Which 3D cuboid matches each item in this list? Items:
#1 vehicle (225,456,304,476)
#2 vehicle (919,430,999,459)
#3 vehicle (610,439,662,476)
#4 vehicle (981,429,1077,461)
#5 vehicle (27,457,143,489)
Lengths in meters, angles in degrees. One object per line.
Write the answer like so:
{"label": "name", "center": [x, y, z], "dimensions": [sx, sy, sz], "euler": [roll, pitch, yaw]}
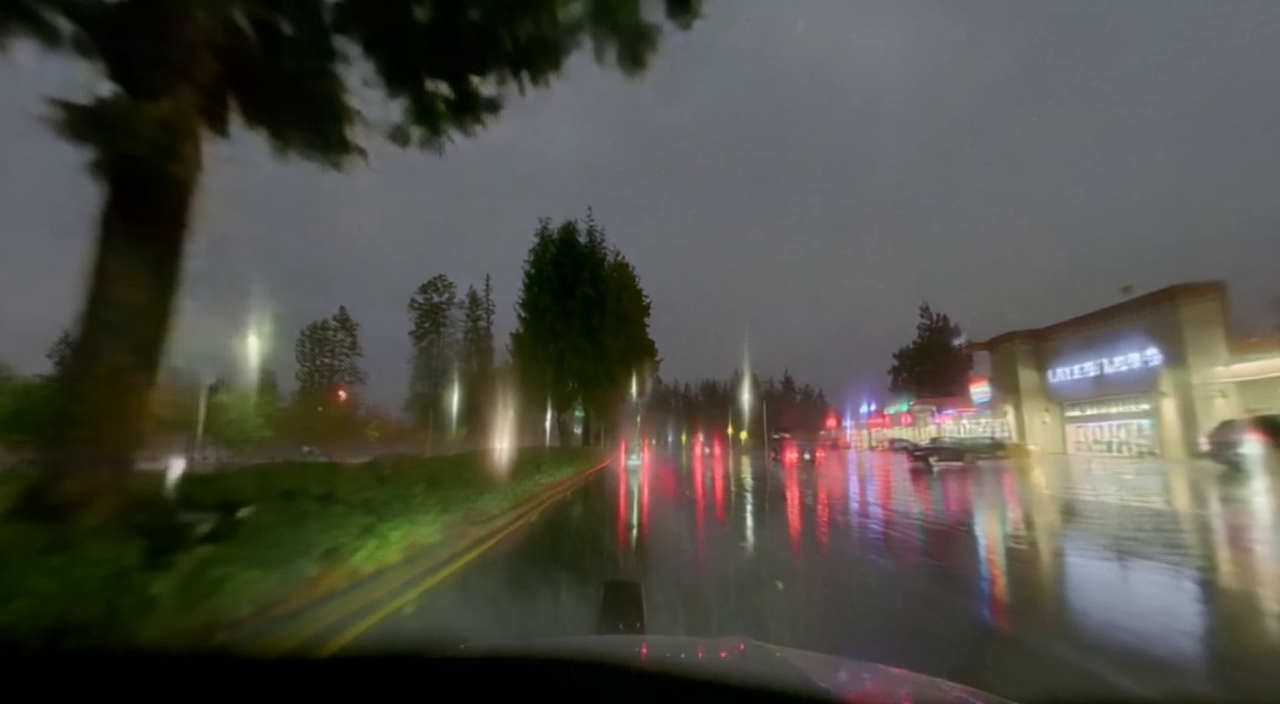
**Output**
{"label": "vehicle", "center": [-29.314, 8.893, 49.409], "dimensions": [4.702, 1.471, 2.215], "euler": [0, -9, -2]}
{"label": "vehicle", "center": [21.345, 6.229, 42.492], "dimensions": [2.015, 1.821, 4.696], "euler": [2, -9, -17]}
{"label": "vehicle", "center": [-0.178, 4.602, 27.804], "dimensions": [2.126, 1.475, 3.967], "euler": [0, -8, -1]}
{"label": "vehicle", "center": [21.234, 5.128, 34.737], "dimensions": [2.136, 1.603, 4.534], "euler": [0, -9, -4]}
{"label": "vehicle", "center": [-30.298, 6.602, 34.586], "dimensions": [4.486, 1.610, 2.020], "euler": [-1, -8, 3]}
